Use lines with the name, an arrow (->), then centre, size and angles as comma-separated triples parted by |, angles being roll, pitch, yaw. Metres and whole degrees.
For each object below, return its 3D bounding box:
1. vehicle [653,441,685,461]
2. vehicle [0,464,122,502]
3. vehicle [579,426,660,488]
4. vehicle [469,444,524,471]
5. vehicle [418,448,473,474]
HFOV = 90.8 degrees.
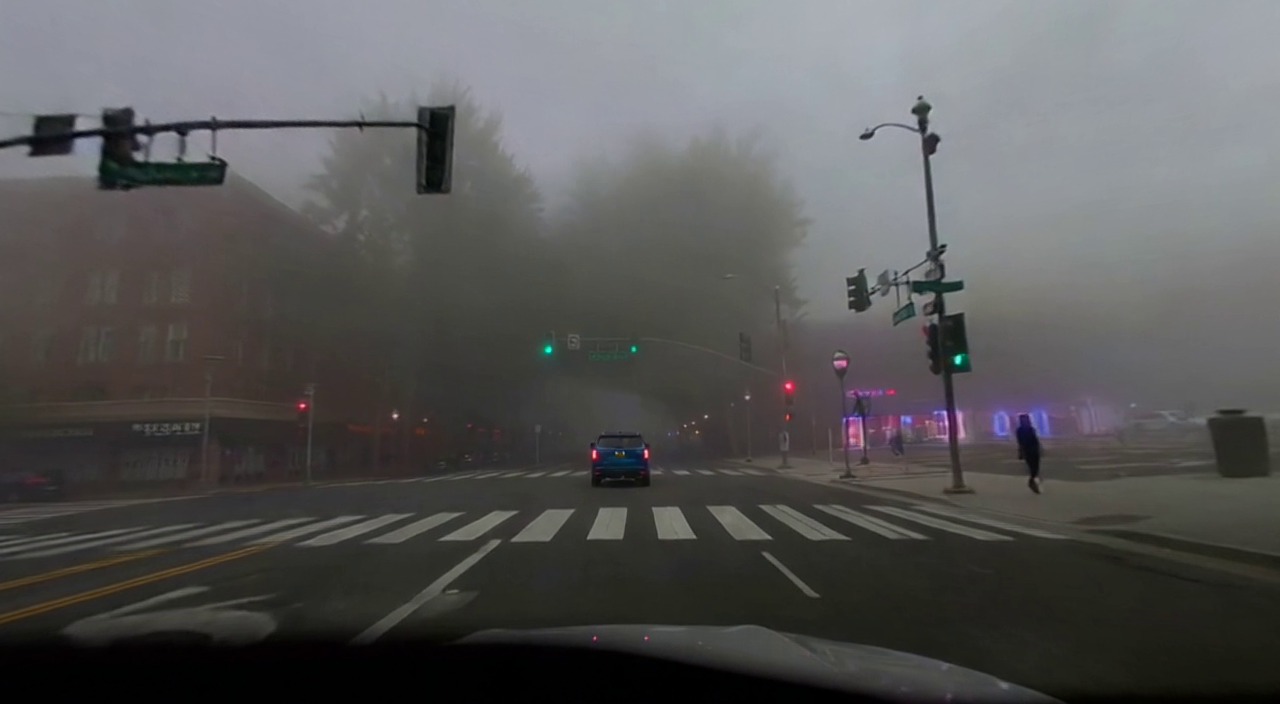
vehicle -> 2.267, 7.782, 49.776 | 2.209, 1.478, 4.138 | 0, -8, -2
vehicle -> -26.124, 5.823, 28.188 | 4.317, 1.524, 1.809 | 0, -8, -1
vehicle -> -0.615, 3.423, 20.823 | 2.382, 1.796, 4.610 | 0, -8, 0
vehicle -> -8.425, 6.233, 37.518 | 2.152, 1.468, 4.737 | 0, -8, 0
vehicle -> -11.891, 6.685, 38.955 | 1.972, 1.475, 4.381 | 0, -8, 0
